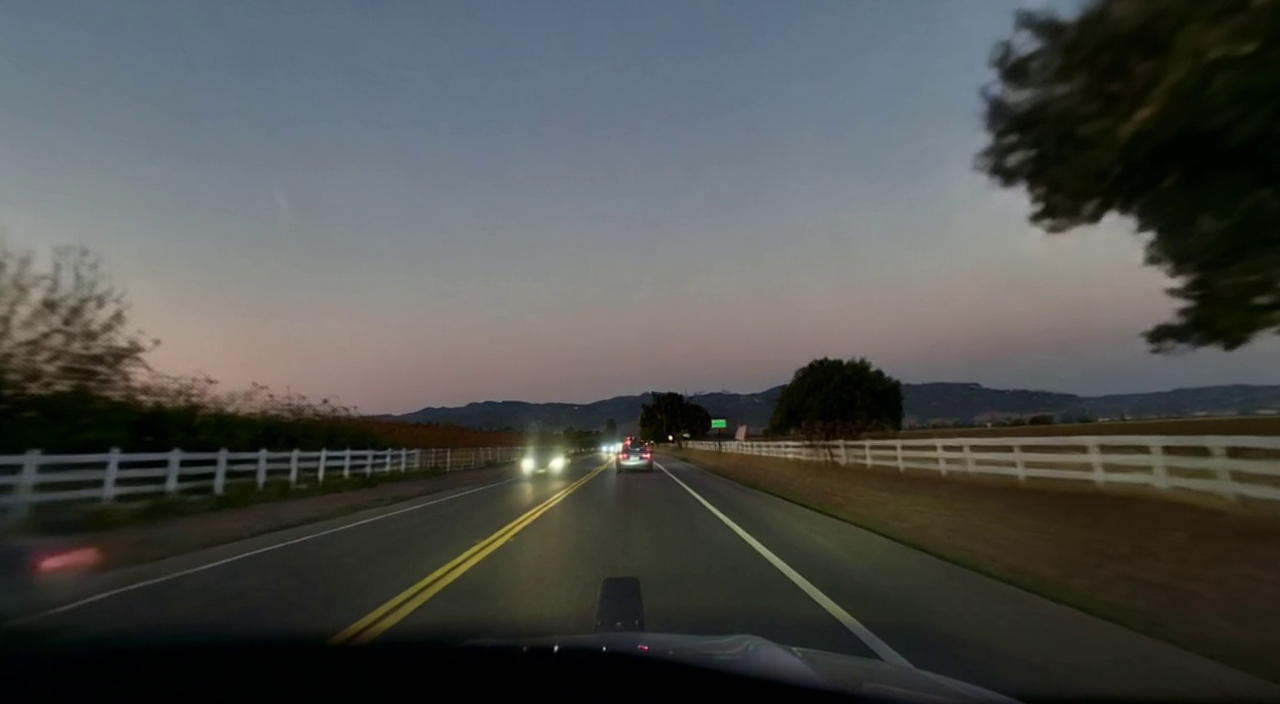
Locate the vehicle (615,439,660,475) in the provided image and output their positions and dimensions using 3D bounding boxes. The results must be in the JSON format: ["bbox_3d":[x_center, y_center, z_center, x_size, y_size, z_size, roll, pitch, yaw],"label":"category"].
[{"bbox_3d":[-0.134,5.231,31.782,2.158,1.669,4.006,0,-8,0],"label":"vehicle"}]

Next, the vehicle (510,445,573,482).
[{"bbox_3d":[-4.474,5.121,29.407,2.107,1.534,4.752,0,-8,0],"label":"vehicle"}]
